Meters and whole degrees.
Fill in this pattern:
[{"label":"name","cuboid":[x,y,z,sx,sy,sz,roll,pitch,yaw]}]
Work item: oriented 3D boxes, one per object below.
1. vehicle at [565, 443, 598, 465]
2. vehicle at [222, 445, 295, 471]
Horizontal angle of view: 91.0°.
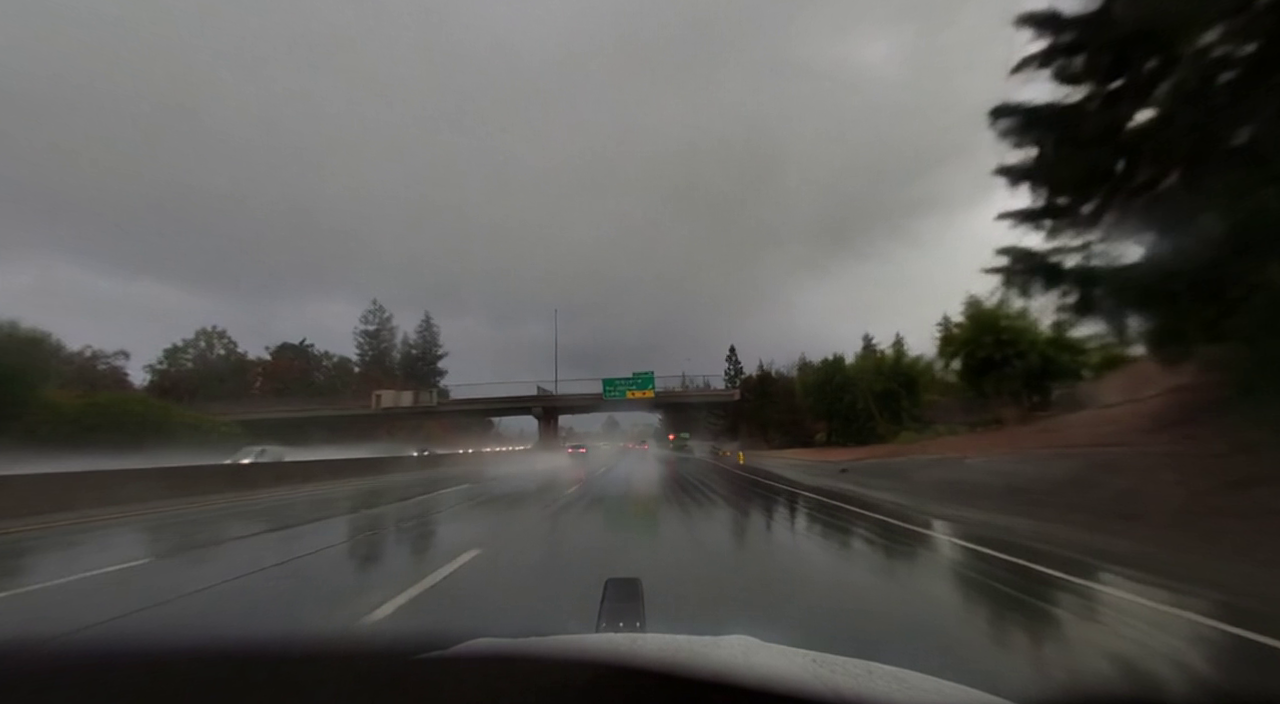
[{"label":"vehicle","cuboid":[-4.245,7.505,46.458,1.916,1.545,4.757,0,-9,0]},{"label":"vehicle","cuboid":[-28.347,7.855,46.995,2.055,1.796,5.247,0,-9,1]}]
